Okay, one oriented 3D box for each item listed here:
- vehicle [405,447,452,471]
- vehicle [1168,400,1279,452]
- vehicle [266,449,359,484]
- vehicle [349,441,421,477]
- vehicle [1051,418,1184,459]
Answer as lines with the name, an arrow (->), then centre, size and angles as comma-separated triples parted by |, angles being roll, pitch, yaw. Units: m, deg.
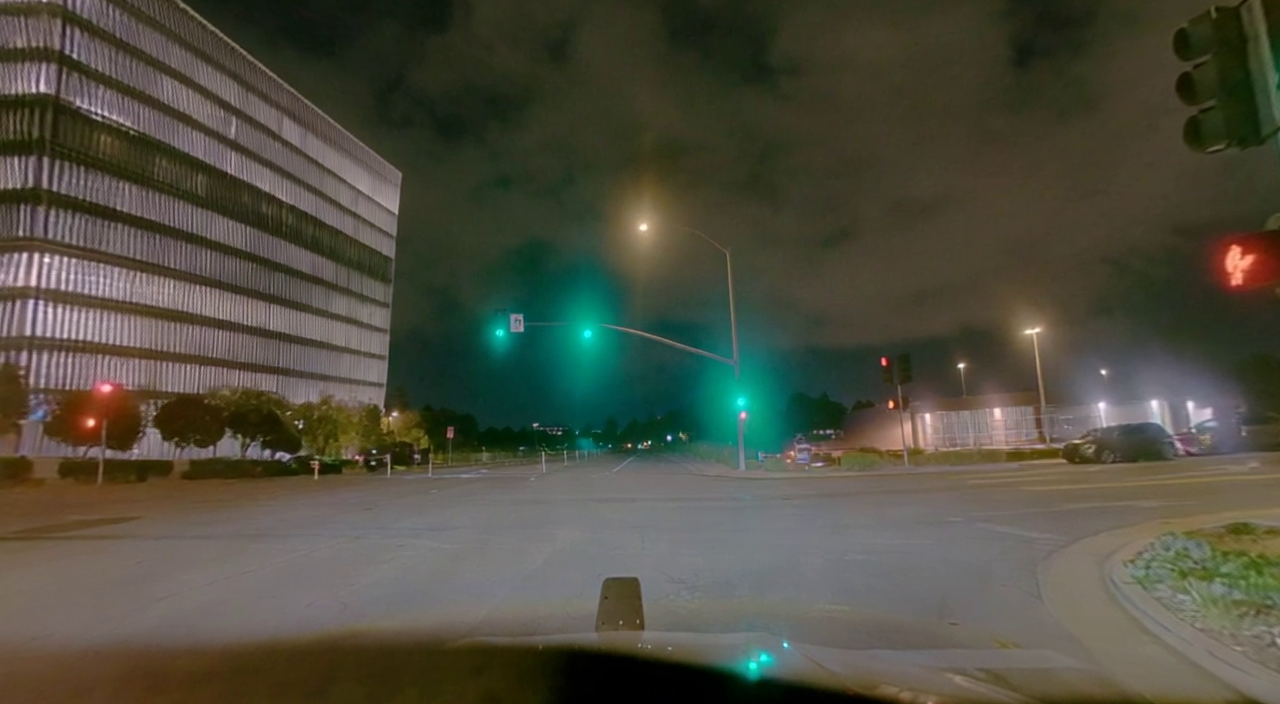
vehicle -> -15.135, 7.646, 45.227 | 1.932, 1.605, 4.146 | 0, -9, -1
vehicle -> 24.407, 3.019, 25.142 | 2.109, 1.836, 5.080 | -2, -10, 0
vehicle -> -14.831, 5.202, 28.830 | 1.790, 1.437, 4.349 | 0, -9, 2
vehicle -> -14.876, 6.242, 37.071 | 2.091, 1.915, 5.040 | 0, -9, 0
vehicle -> 19.072, 3.528, 25.440 | 1.834, 1.480, 4.458 | 0, -9, 0
